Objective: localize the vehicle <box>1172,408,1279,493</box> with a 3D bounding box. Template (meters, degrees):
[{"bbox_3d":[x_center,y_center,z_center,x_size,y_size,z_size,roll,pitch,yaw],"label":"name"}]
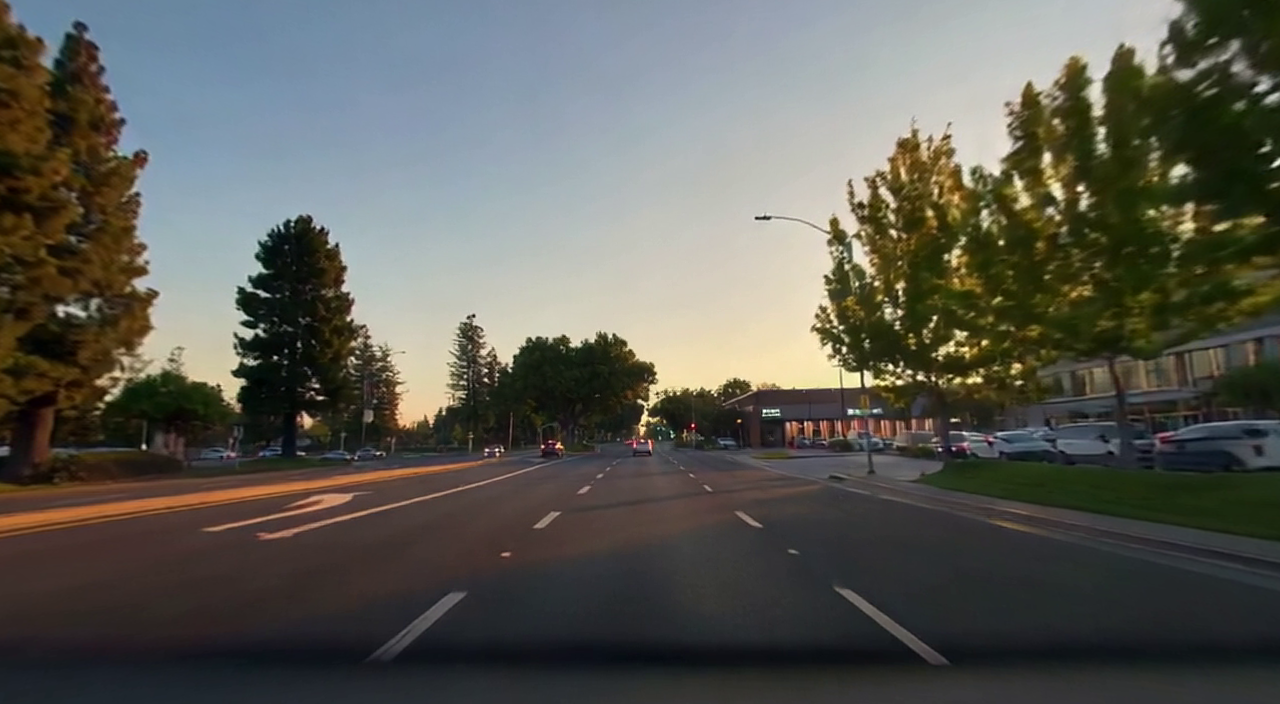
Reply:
[{"bbox_3d":[15.946,2.202,14.876,4.749,1.785,2.137,-2,-7,0],"label":"vehicle"}]

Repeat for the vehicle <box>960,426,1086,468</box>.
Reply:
[{"bbox_3d":[17.123,4.237,28.350,4.362,1.455,1.816,-5,-7,1],"label":"vehicle"}]

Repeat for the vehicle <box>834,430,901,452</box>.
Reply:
[{"bbox_3d":[17.664,6.949,49.135,4.498,1.671,1.887,-1,-8,2],"label":"vehicle"}]
